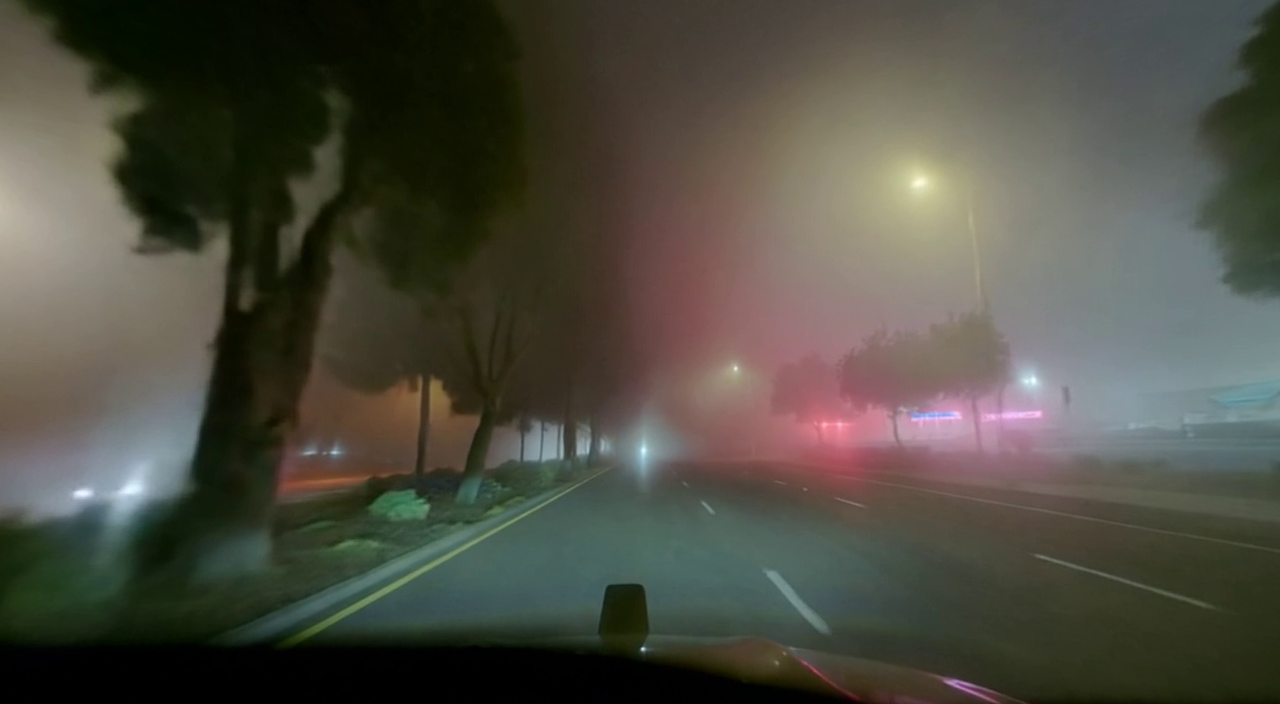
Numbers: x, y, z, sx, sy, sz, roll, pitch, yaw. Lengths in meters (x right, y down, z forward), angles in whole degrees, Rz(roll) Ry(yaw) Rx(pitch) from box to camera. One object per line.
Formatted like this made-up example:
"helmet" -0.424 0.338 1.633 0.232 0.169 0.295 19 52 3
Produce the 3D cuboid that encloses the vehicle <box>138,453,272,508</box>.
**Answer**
"vehicle" -14.346 4.209 21.231 2.129 1.494 5.184 2 -9 -16
